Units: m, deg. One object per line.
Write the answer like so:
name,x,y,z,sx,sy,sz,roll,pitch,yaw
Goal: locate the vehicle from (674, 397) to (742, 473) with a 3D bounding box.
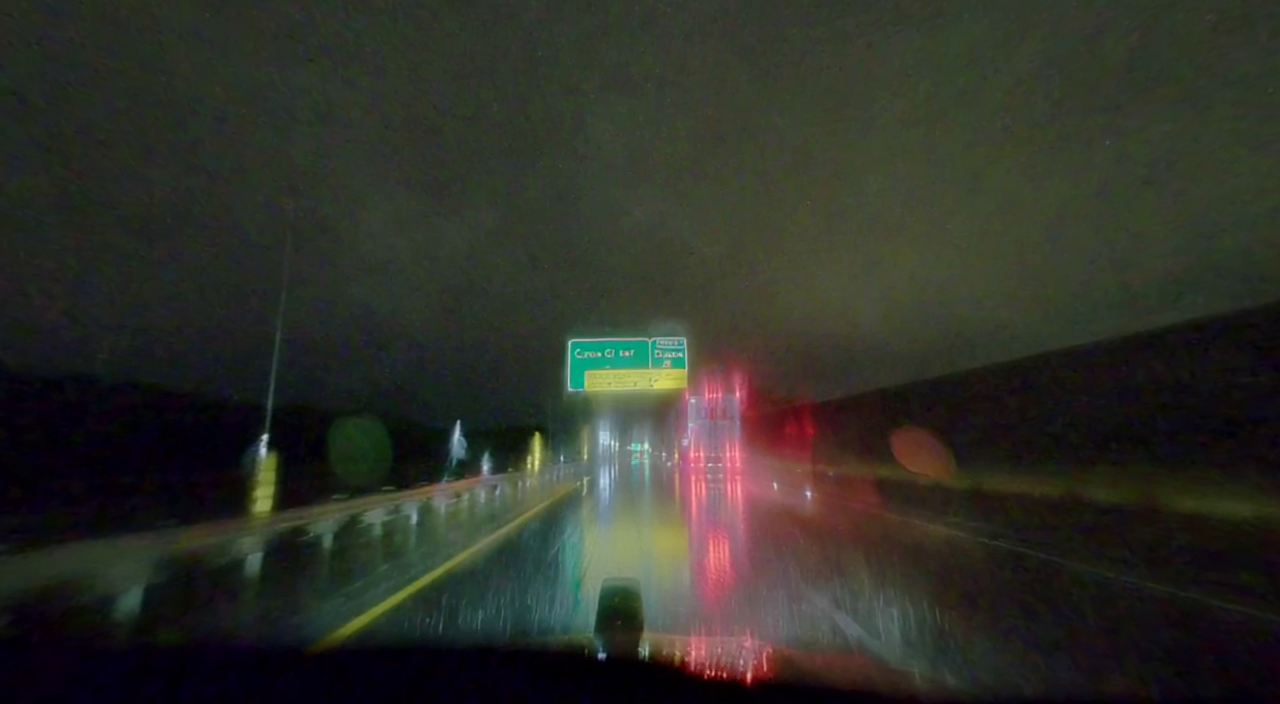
vehicle,3.893,5.091,37.974,2.879,4.075,8.126,0,-9,-2
